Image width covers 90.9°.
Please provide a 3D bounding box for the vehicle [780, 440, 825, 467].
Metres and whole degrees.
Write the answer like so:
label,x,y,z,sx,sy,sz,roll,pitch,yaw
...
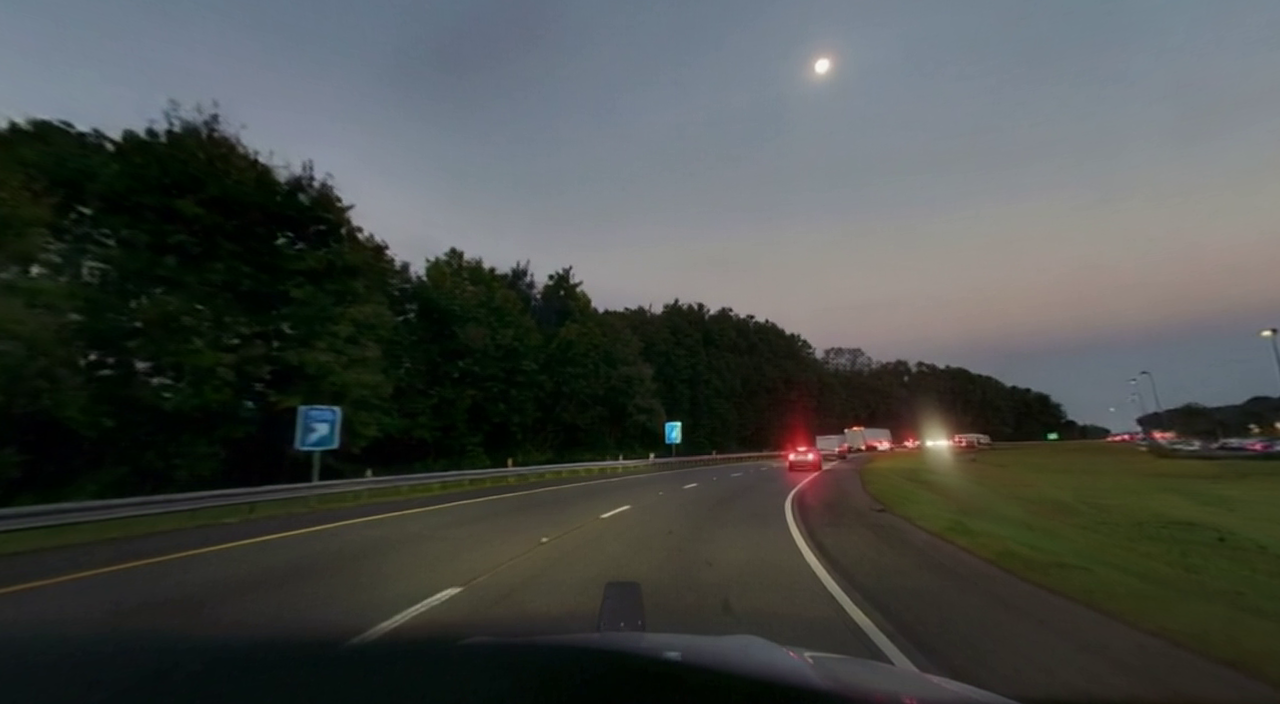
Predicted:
label,x,y,z,sx,sy,sz,roll,pitch,yaw
vehicle,10.596,6.577,40.889,2.221,1.674,4.325,-4,-10,21
